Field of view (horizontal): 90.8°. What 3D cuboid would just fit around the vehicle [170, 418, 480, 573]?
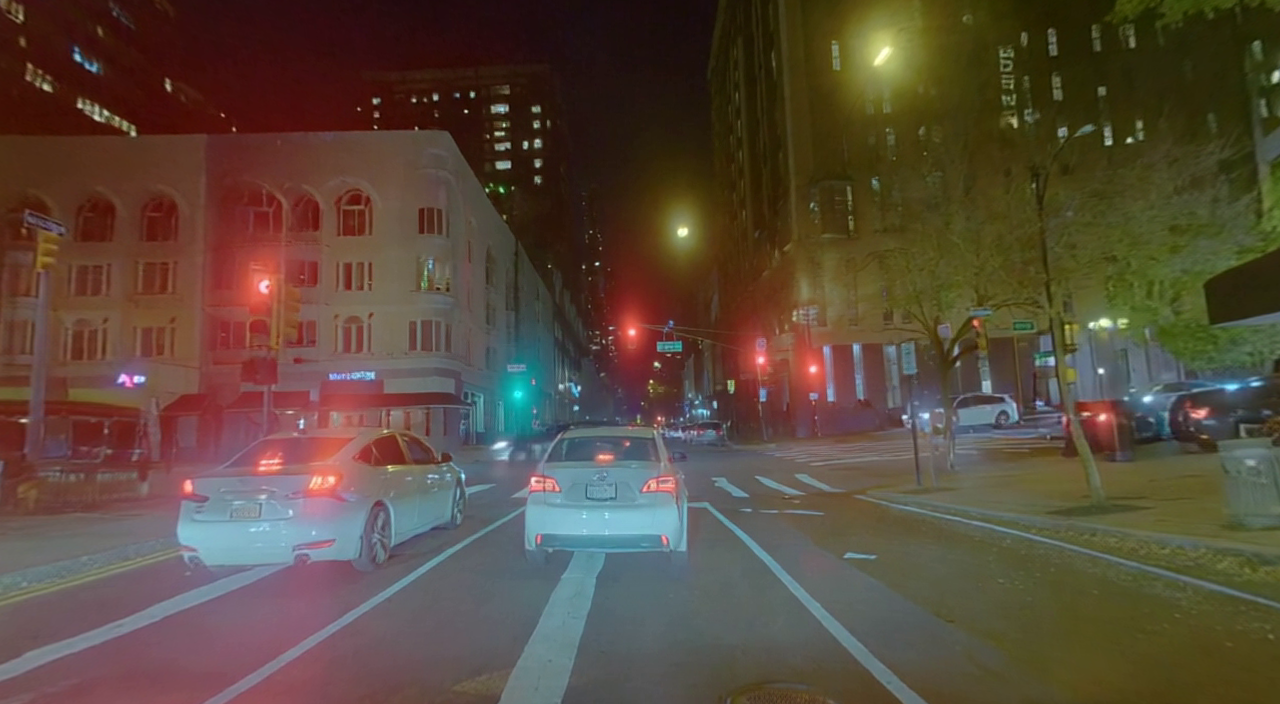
[{"bbox_3d":[-3.682,1.749,8.485,1.934,1.522,4.287,0,-8,0],"label":"vehicle"}]

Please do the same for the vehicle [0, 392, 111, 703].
[{"bbox_3d":[-3.917,0.705,1.179,1.995,1.524,4.438,0,-8,0],"label":"vehicle"}]

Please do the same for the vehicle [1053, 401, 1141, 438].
[{"bbox_3d":[22.472,3.369,31.002,4.392,1.667,1.958,5,-10,-34],"label":"vehicle"}]

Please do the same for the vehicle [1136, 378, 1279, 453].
[{"bbox_3d":[21.628,2.354,22.871,5.863,2.493,2.354,2,-9,-12],"label":"vehicle"}]

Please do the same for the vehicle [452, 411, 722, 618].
[{"bbox_3d":[-0.410,1.501,6.731,1.999,1.520,3.896,0,-8,0],"label":"vehicle"}]
